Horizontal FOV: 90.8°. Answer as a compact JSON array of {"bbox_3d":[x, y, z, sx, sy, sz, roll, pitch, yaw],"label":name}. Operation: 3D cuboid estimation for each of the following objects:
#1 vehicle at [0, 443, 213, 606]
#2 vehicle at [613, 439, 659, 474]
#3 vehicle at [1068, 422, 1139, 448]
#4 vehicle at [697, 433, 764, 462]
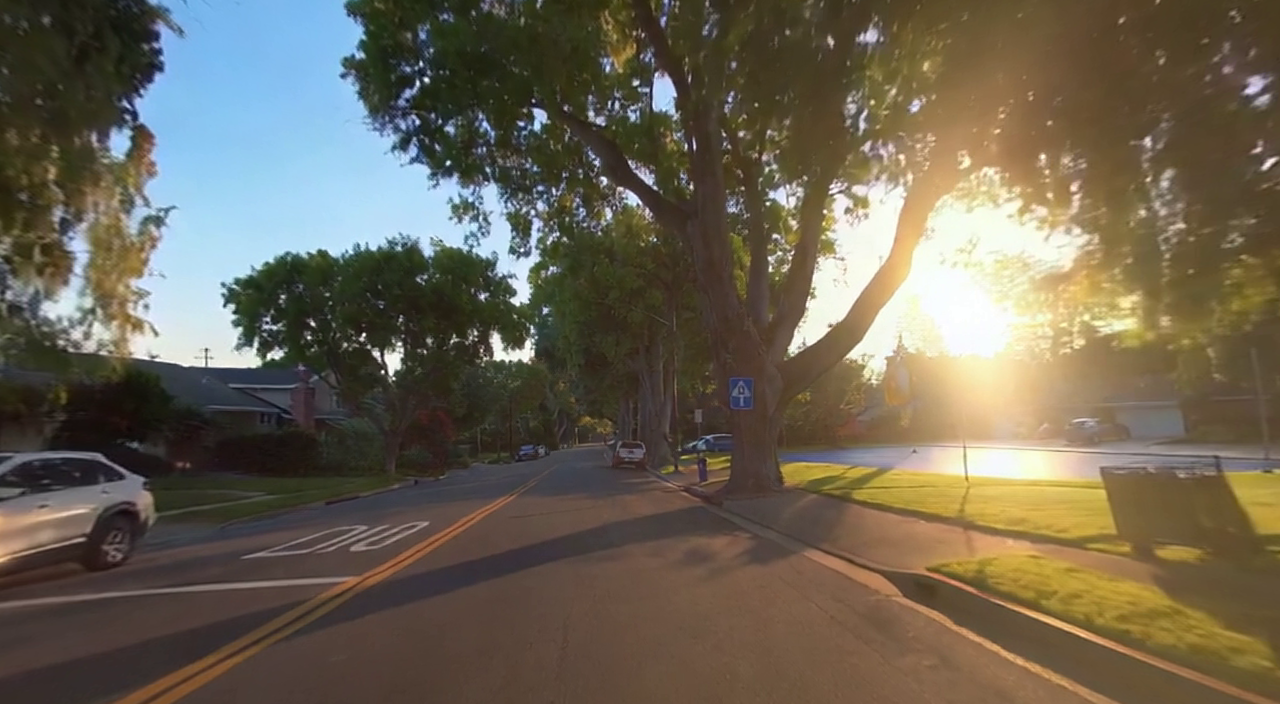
[{"bbox_3d":[-7.308,1.832,7.107,2.065,1.555,4.569,-1,-8,-4],"label":"vehicle"},{"bbox_3d":[-0.294,5.733,34.865,2.204,1.776,4.262,1,-9,-5],"label":"vehicle"},{"bbox_3d":[30.884,5.554,42.042,4.481,1.634,1.973,5,-10,-29],"label":"vehicle"},{"bbox_3d":[6.363,6.634,44.210,4.390,1.696,1.954,1,-8,-35],"label":"vehicle"}]
